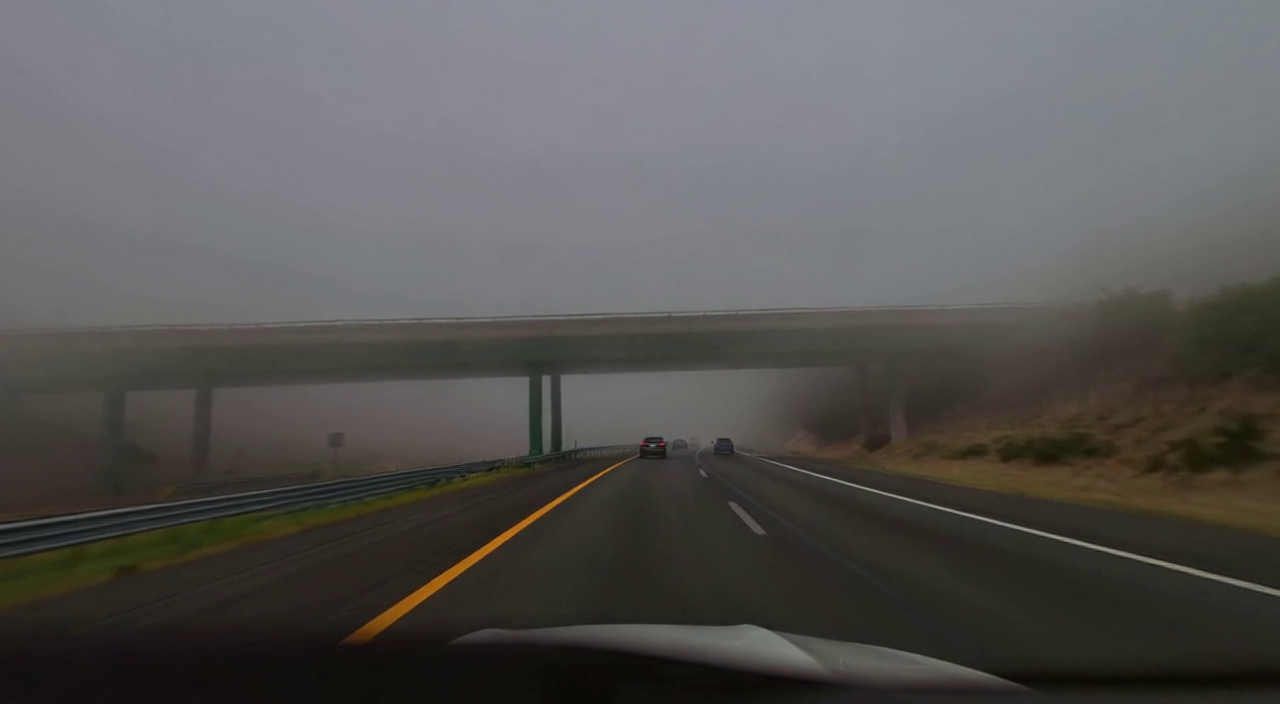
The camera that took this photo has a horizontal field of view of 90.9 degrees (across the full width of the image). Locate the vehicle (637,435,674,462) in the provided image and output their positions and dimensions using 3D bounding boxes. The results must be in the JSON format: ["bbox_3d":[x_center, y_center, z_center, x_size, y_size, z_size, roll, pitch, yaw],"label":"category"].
[{"bbox_3d":[0.980,5.602,36.811,1.993,1.461,3.812,-1,-8,4],"label":"vehicle"}]
